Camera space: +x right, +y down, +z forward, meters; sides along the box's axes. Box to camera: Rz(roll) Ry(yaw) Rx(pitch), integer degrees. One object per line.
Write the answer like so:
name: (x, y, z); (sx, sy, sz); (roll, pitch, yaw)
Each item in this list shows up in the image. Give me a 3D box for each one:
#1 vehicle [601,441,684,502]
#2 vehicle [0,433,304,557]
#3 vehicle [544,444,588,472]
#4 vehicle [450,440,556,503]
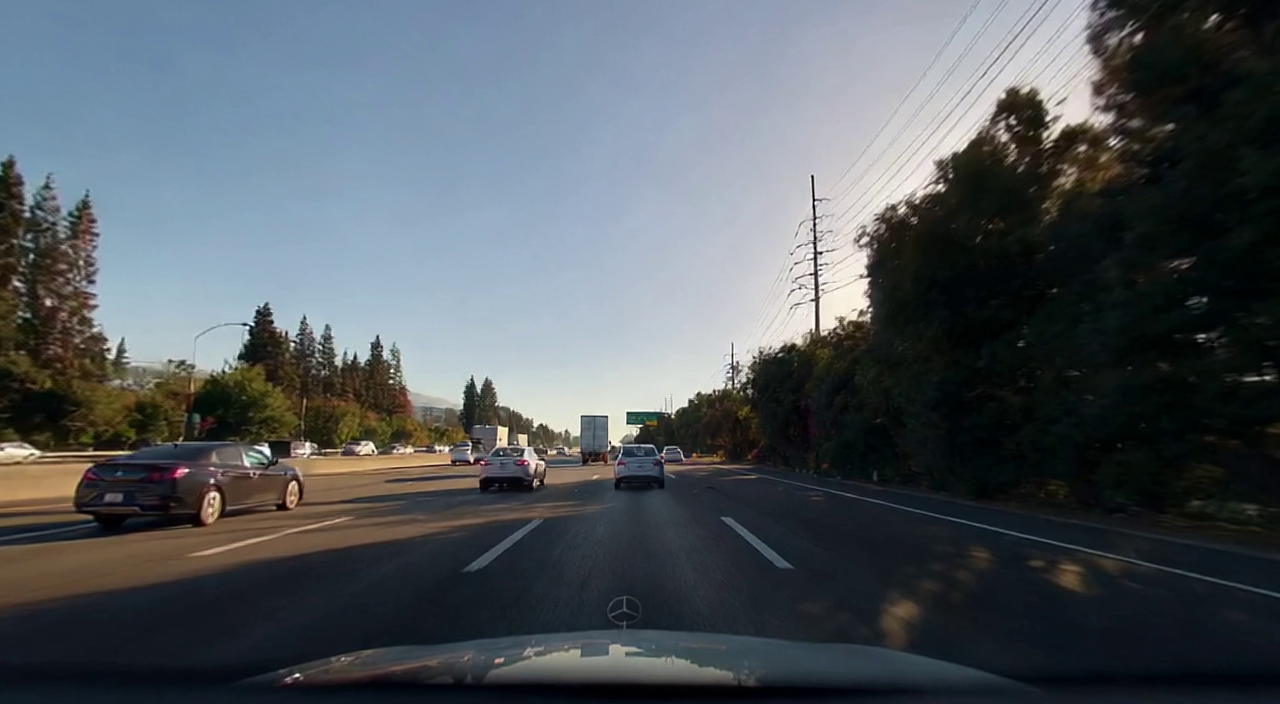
vehicle: (-0.036, 3.246, 17.604); (2.018, 1.470, 4.491); (0, -9, -3)
vehicle: (-7.381, 2.032, 9.732); (1.867, 1.445, 4.499); (0, -9, 1)
vehicle: (-4.068, 5.902, 35.279); (2.013, 1.437, 3.801); (0, -9, 0)
vehicle: (-3.506, 3.130, 16.967); (1.912, 1.464, 4.115); (0, -9, 0)
